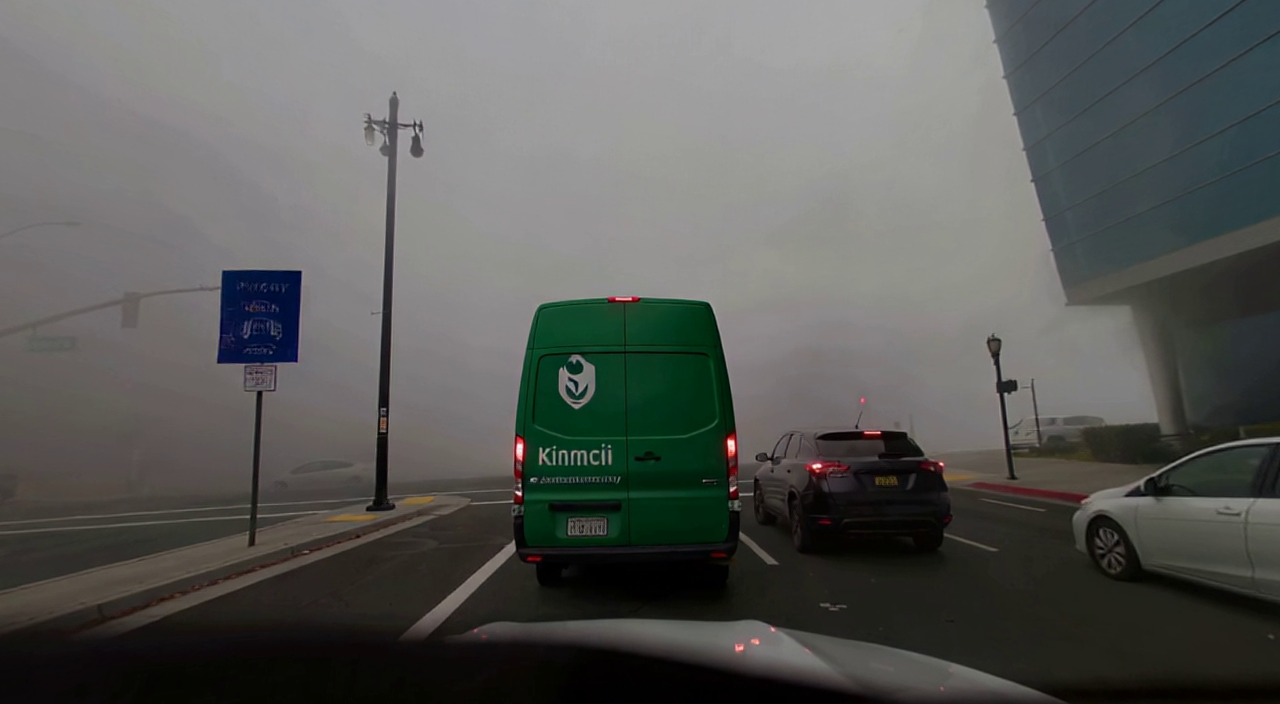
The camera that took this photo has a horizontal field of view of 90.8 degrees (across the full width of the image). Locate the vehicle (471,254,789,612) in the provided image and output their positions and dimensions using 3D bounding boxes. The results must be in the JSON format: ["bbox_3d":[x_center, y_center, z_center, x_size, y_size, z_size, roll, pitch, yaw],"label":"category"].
[{"bbox_3d":[-0.044,1.174,9.041,2.613,3.035,7.342,0,-8,1],"label":"vehicle"}]

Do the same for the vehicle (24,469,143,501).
[{"bbox_3d":[-31.095,7.435,35.401,4.806,1.652,1.869,0,-8,-2],"label":"vehicle"}]

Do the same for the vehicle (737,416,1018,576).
[{"bbox_3d":[2.880,1.863,9.040,2.183,1.676,4.506,0,-8,-1],"label":"vehicle"}]

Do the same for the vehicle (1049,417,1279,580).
[{"bbox_3d":[7.535,1.584,7.002,1.963,1.669,4.678,3,-9,-20],"label":"vehicle"}]
